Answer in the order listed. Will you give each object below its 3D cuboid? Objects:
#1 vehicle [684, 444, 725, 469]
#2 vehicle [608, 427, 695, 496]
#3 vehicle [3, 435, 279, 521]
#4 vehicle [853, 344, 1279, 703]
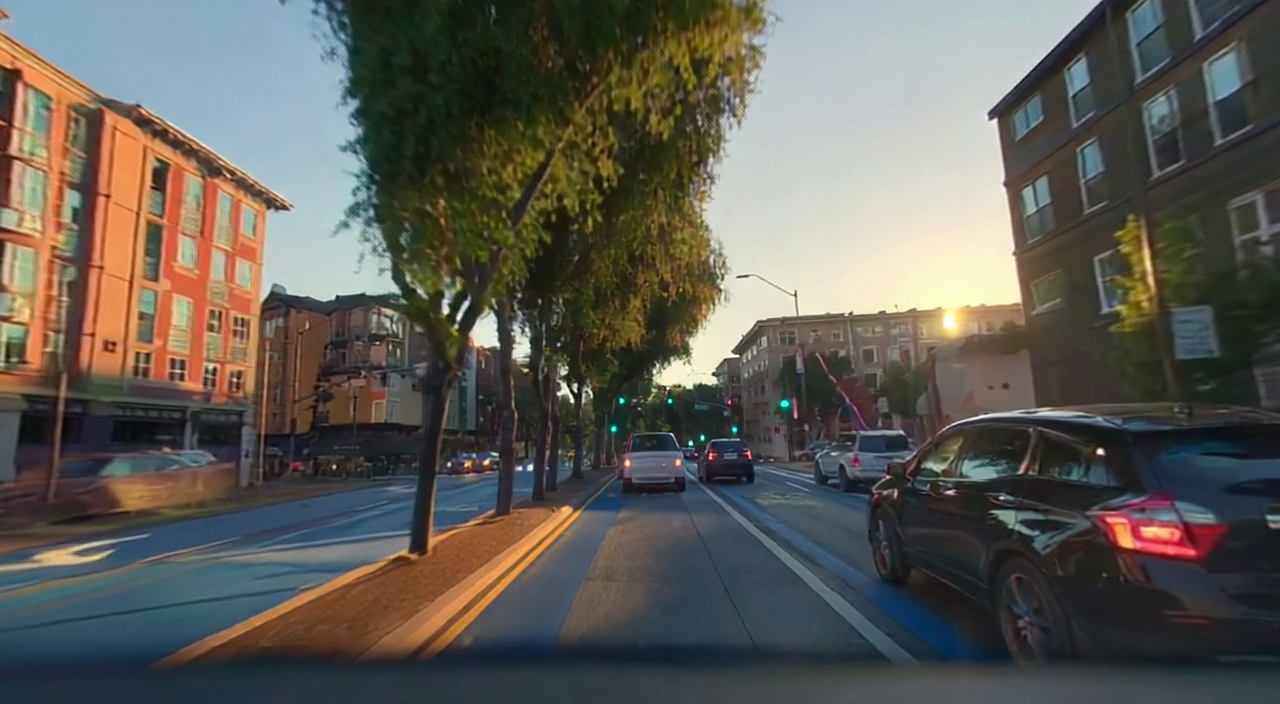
[{"bbox_3d":[3.891,6.409,38.896,2.045,1.465,4.355,0,-9,0],"label":"vehicle"},{"bbox_3d":[0.304,3.115,18.233,2.209,1.748,4.130,0,-9,0],"label":"vehicle"},{"bbox_3d":[-14.093,3.568,18.712,2.640,2.054,6.504,-1,-9,3],"label":"vehicle"},{"bbox_3d":[3.209,1.132,4.533,1.939,1.746,4.091,0,-9,1],"label":"vehicle"}]
